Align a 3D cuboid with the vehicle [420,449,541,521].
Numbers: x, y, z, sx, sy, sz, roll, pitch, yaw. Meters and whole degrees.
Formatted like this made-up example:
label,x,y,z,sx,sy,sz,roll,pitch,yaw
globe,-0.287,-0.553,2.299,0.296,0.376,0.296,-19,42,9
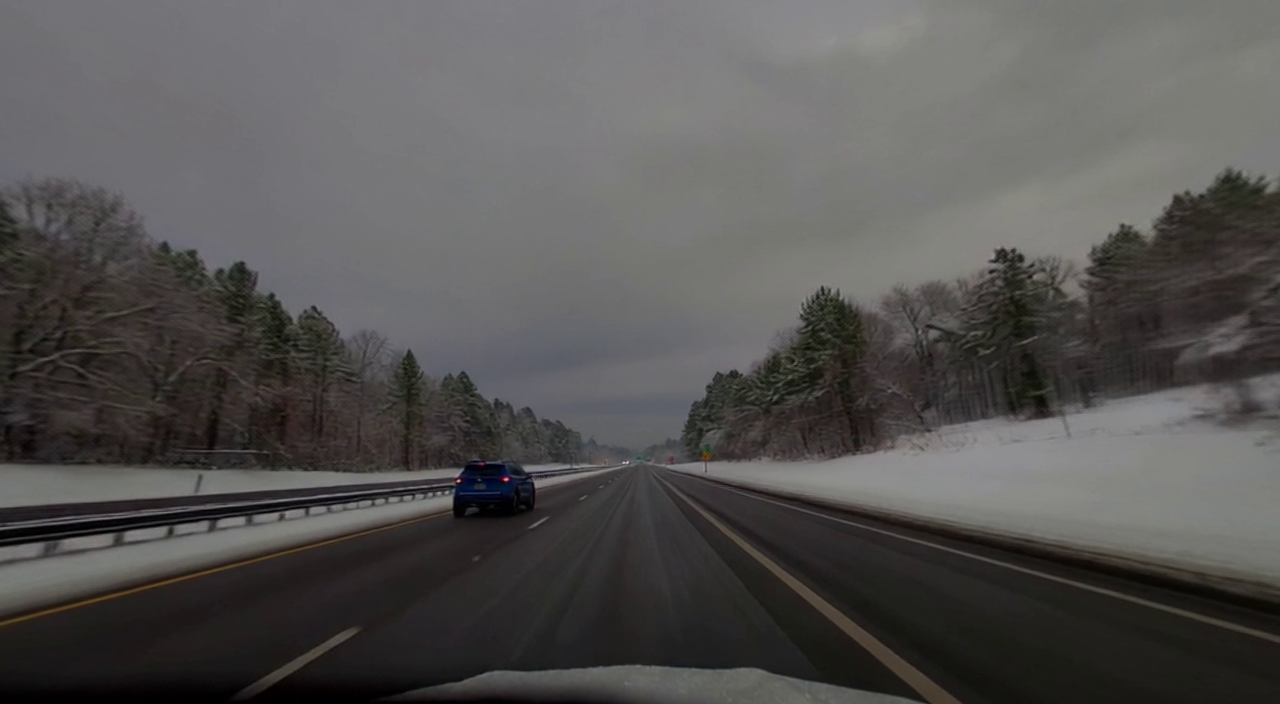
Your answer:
label,x,y,z,sx,sy,sz,roll,pitch,yaw
vehicle,-4.005,3.463,16.770,1.928,1.593,4.871,1,-10,0
